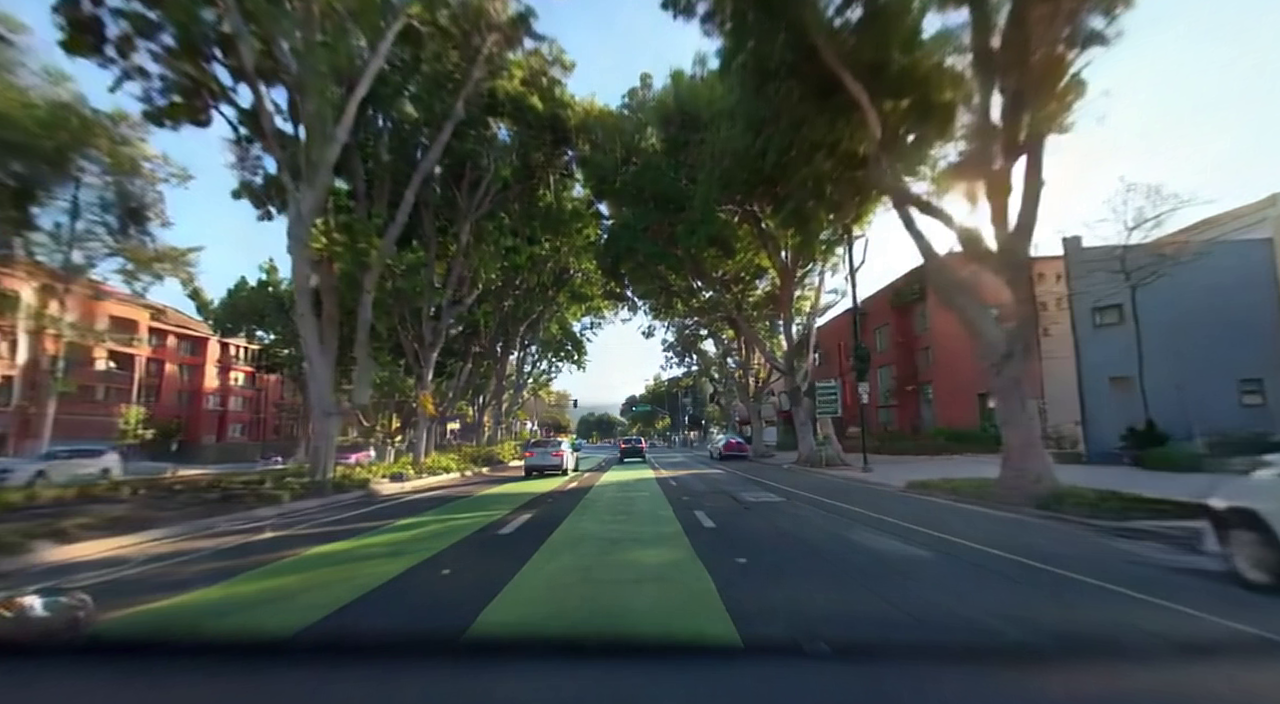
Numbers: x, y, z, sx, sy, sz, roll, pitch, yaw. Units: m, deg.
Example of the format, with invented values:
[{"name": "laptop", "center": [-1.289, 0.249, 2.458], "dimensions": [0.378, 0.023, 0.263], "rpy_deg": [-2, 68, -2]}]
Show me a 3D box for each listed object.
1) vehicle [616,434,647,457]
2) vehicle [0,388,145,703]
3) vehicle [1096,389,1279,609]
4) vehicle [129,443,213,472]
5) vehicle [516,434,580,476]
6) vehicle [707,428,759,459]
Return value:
[{"name": "vehicle", "center": [-0.551, 6.395, 43.267], "dimensions": [1.999, 1.520, 3.896], "rpy_deg": [0, -8, 0]}, {"name": "vehicle", "center": [-3.590, 0.687, 1.021], "dimensions": [1.995, 1.524, 4.438], "rpy_deg": [0, -8, -1]}, {"name": "vehicle", "center": [6.391, 1.091, 4.380], "dimensions": [2.206, 1.803, 5.753], "rpy_deg": [0, -8, 1]}, {"name": "vehicle", "center": [-34.174, 7.689, 46.105], "dimensions": [4.285, 1.860, 2.302], "rpy_deg": [-3, -9, 0]}, {"name": "vehicle", "center": [-3.599, 4.123, 25.484], "dimensions": [1.934, 1.522, 4.287], "rpy_deg": [0, -8, 0]}, {"name": "vehicle", "center": [5.958, 6.005, 41.347], "dimensions": [2.390, 1.816, 6.050], "rpy_deg": [0, -8, -1]}]
